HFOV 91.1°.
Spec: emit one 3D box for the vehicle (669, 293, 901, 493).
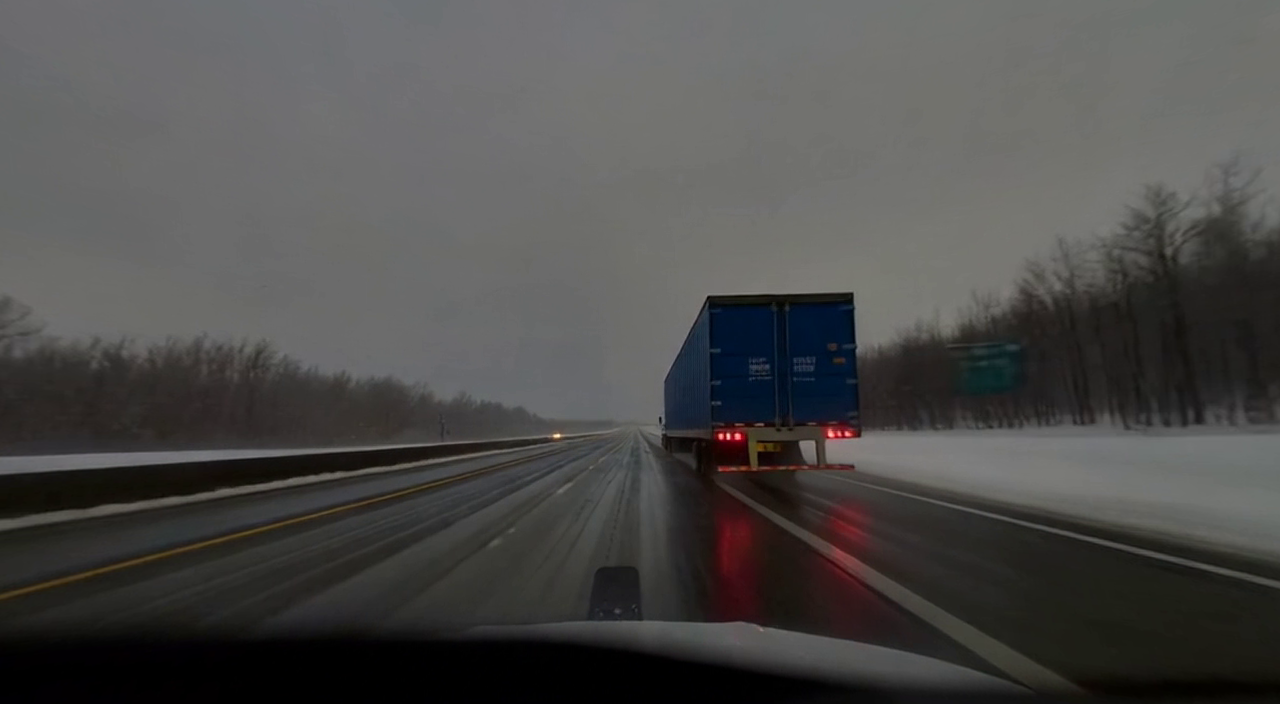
[{"bbox_3d":[2.936,1.528,17.683,3.446,3.698,12.089,0,-8,-1],"label":"vehicle"}]
